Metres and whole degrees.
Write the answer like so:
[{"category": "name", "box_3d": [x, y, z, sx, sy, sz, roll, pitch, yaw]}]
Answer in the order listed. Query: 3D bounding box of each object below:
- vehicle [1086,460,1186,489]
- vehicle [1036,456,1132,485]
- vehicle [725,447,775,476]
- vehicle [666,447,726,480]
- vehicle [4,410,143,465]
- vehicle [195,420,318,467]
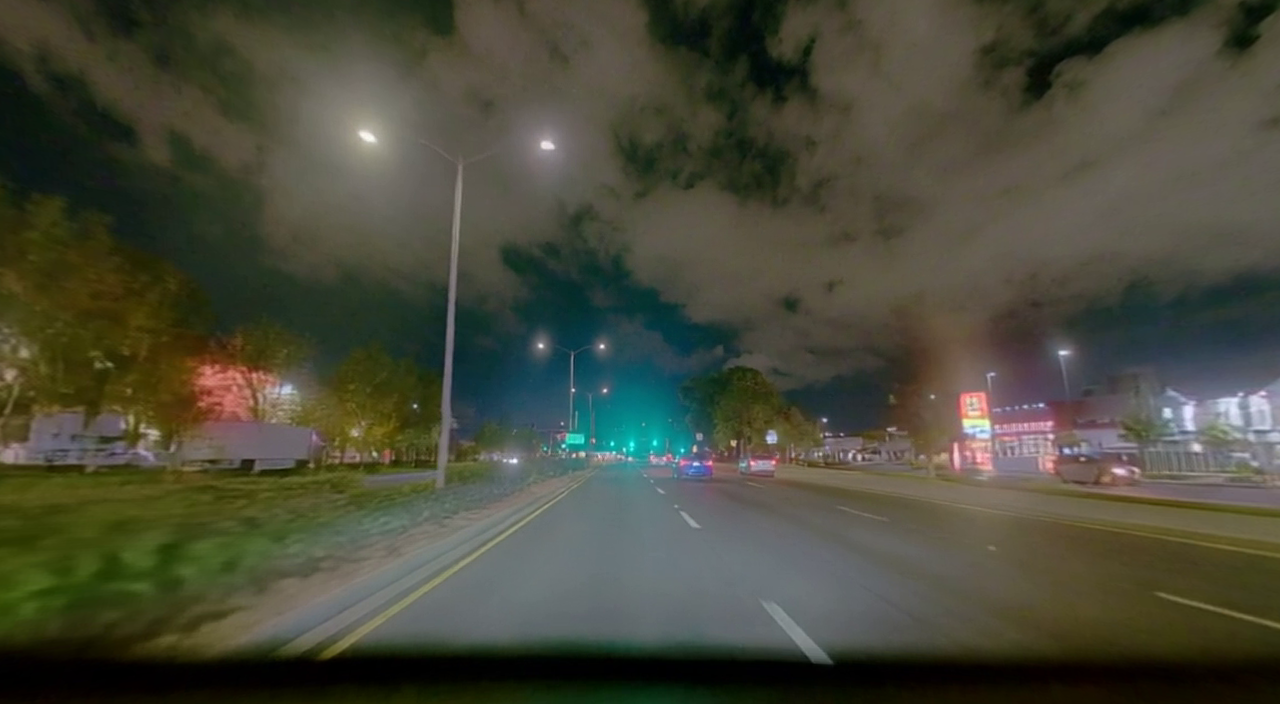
[{"category": "vehicle", "box_3d": [27.311, 6.709, 34.661, 4.390, 1.474, 1.851, 2, -9, -13]}, {"category": "vehicle", "box_3d": [26.692, 7.095, 37.853, 4.586, 1.665, 1.968, 2, -9, -11]}, {"category": "vehicle", "box_3d": [6.107, 6.132, 35.460, 1.886, 1.528, 4.169, 1, -9, -3]}, {"category": "vehicle", "box_3d": [2.580, 5.256, 29.923, 2.256, 1.451, 4.313, 1, -9, -3]}, {"category": "vehicle", "box_3d": [-34.015, 5.268, 38.223, 2.858, 2.981, 6.850, 2, -9, -11]}, {"category": "vehicle", "box_3d": [-27.358, 6.606, 45.272, 6.822, 3.138, 2.979, 3, -9, -17]}]
